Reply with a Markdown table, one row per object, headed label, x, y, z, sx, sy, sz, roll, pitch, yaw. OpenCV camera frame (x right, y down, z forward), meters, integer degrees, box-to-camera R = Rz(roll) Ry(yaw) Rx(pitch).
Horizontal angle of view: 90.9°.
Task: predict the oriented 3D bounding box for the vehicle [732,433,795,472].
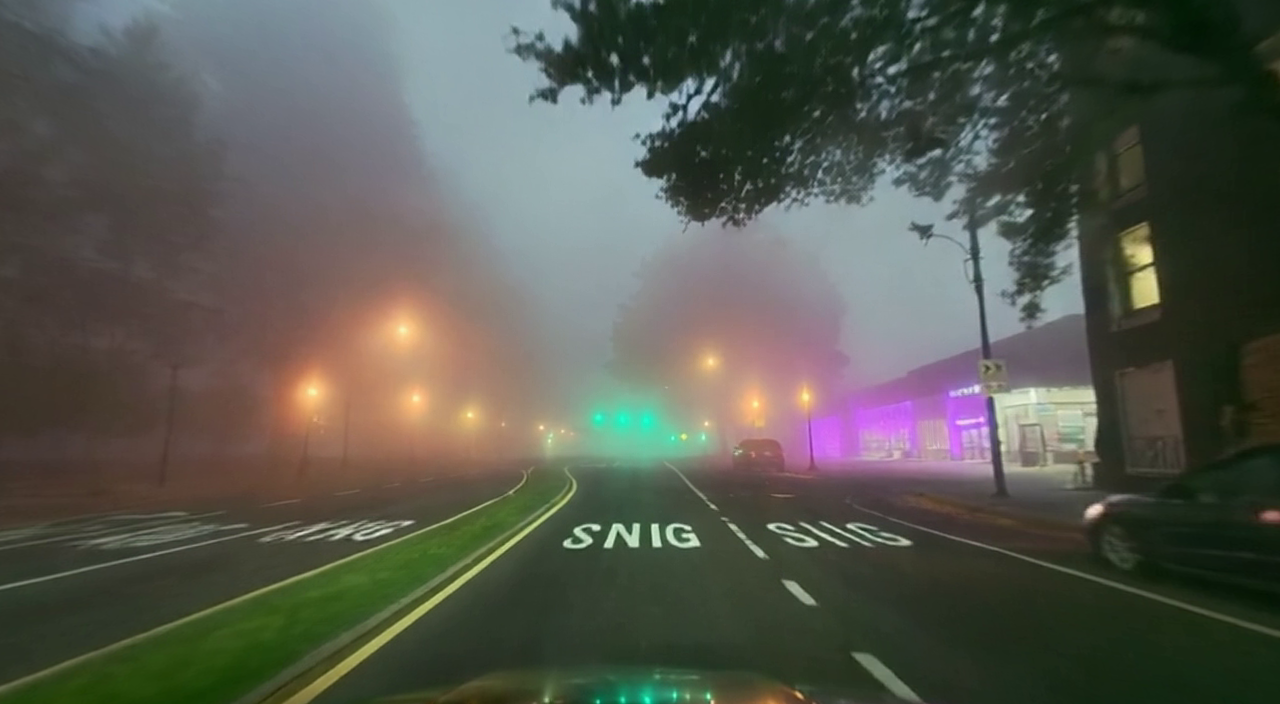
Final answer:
| label | x | y | z | sx | sy | sz | roll | pitch | yaw |
| --- | --- | --- | --- | --- | --- | --- | --- | --- | --- |
| vehicle | 6.412 | 5.279 | 33.324 | 2.112 | 1.894 | 4.910 | 0 | -8 | -3 |

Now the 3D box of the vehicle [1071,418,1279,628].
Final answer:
| label | x | y | z | sx | sy | sz | roll | pitch | yaw |
| --- | --- | --- | --- | --- | --- | --- | --- | --- | --- |
| vehicle | 5.787 | 1.229 | 4.385 | 2.088 | 1.543 | 4.964 | 0 | -8 | 1 |
